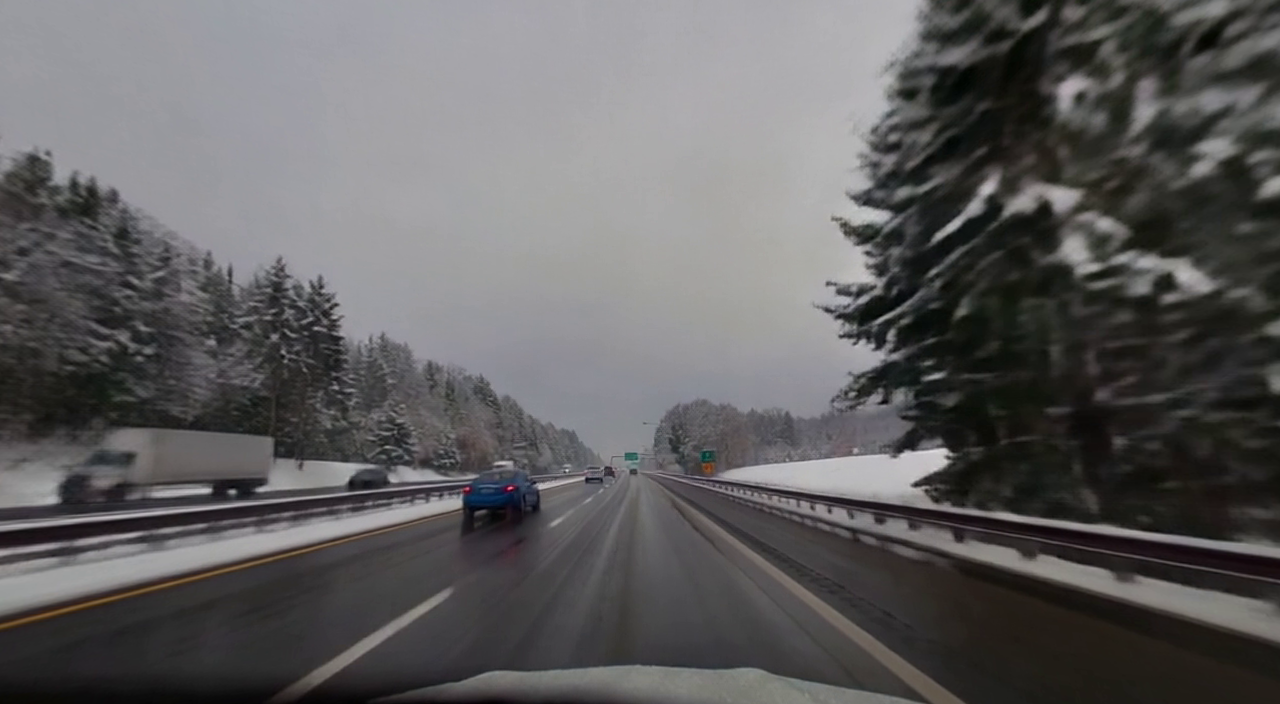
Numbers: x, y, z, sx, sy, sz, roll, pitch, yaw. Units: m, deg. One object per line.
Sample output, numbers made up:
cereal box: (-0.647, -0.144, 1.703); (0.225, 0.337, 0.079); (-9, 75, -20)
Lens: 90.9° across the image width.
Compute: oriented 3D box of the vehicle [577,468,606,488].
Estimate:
vehicle: (-3.769, 9.908, 49.714); (1.954, 1.509, 4.094); (1, -11, 0)

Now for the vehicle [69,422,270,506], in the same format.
vehicle: (-24.785, 6.151, 34.347); (2.968, 3.818, 10.189); (1, -11, 0)

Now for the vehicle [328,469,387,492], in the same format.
vehicle: (-19.950, 9.076, 44.718); (2.002, 1.527, 4.619); (1, -11, 0)

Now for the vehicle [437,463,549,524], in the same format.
vehicle: (-3.966, 3.922, 17.886); (1.995, 1.467, 4.467); (0, -11, 1)
